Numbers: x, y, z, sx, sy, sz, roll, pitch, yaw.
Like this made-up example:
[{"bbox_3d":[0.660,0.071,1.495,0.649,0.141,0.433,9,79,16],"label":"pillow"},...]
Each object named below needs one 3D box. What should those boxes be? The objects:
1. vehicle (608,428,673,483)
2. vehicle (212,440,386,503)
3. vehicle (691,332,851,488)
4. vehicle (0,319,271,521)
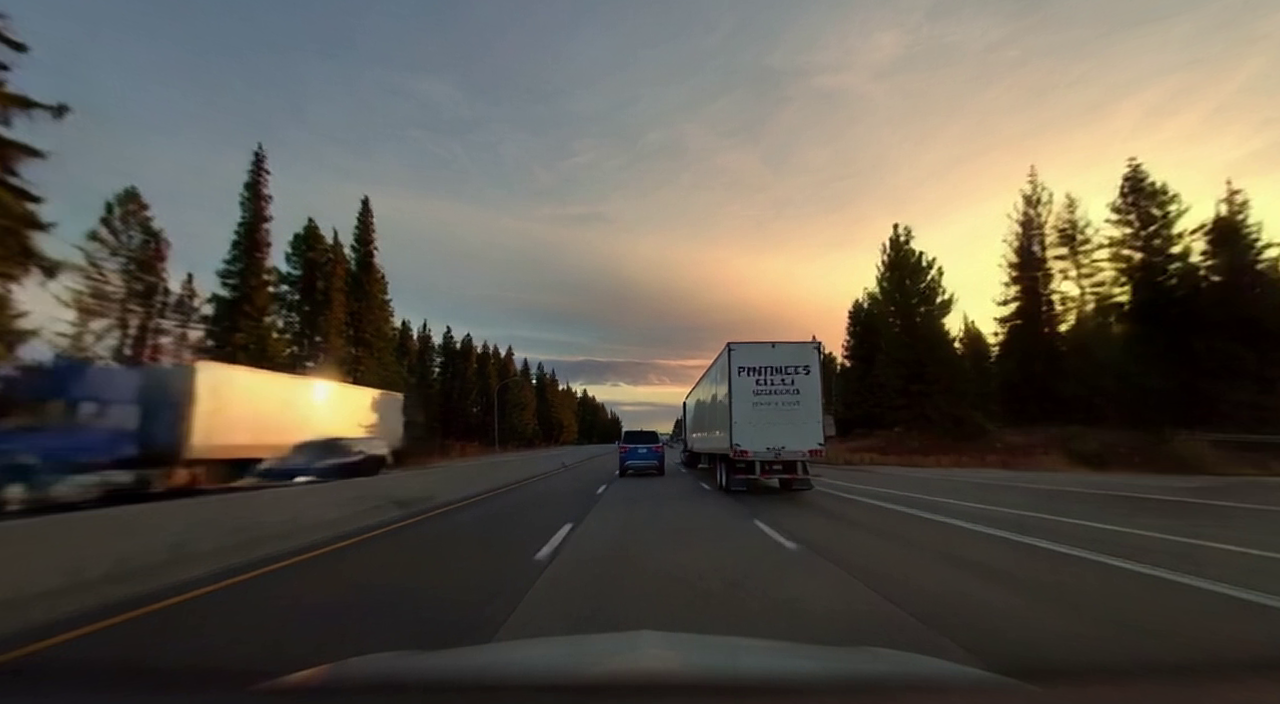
[{"bbox_3d":[0.033,3.898,24.016,2.222,1.848,4.610,0,-8,0],"label":"vehicle"},{"bbox_3d":[-9.109,3.210,17.472,2.117,1.493,4.774,0,-8,1],"label":"vehicle"},{"bbox_3d":[4.130,2.742,25.123,2.899,4.160,16.621,0,-8,0],"label":"vehicle"},{"bbox_3d":[-13.520,1.831,15.611,3.042,3.762,9.032,0,-8,1],"label":"vehicle"}]
